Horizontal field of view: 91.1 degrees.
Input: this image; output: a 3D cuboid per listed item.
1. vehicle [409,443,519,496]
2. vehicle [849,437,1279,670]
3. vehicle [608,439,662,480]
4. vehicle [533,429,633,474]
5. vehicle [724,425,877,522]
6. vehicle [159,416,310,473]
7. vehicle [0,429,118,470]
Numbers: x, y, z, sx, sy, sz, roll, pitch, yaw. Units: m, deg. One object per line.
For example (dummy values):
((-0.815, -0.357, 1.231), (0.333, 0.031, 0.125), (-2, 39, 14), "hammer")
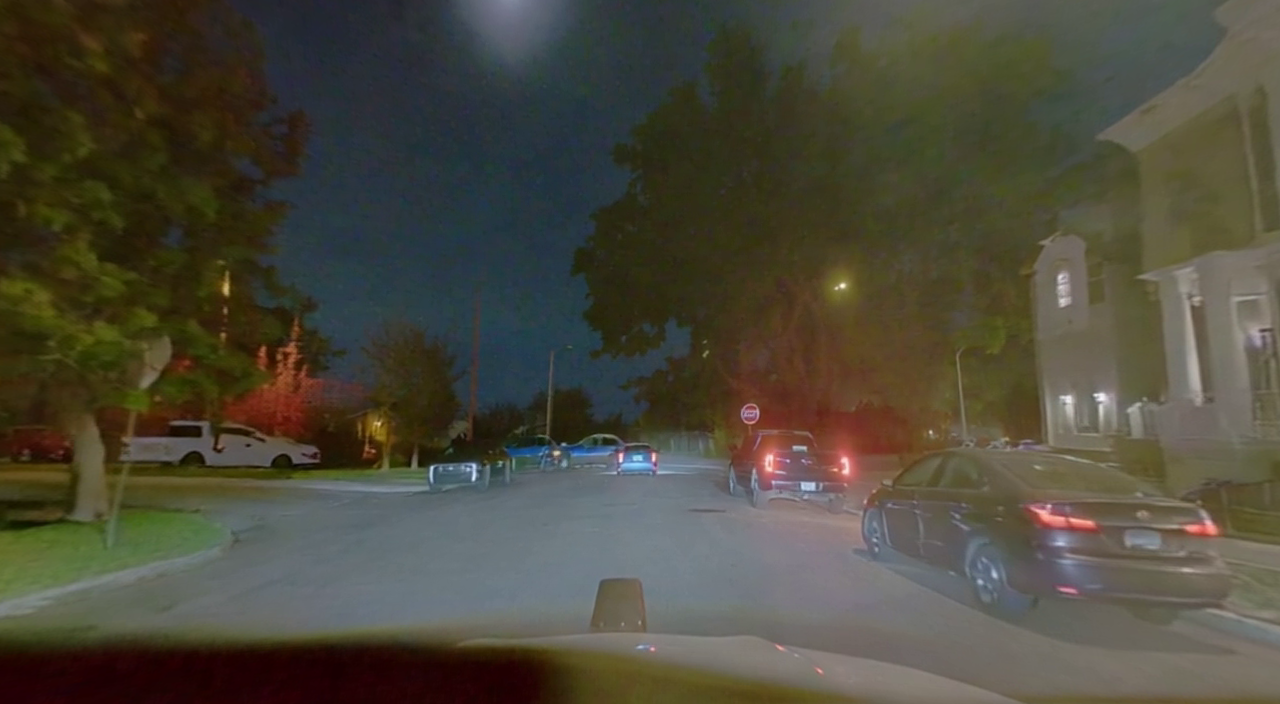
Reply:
((-5.234, 3.546, 19.426), (1.999, 1.441, 4.628), (0, -9, 1), "vehicle")
((3.824, 1.628, 6.288), (1.876, 1.477, 4.324), (0, -8, -1), "vehicle")
((-0.246, 4.293, 25.336), (2.010, 1.499, 4.107), (0, -9, -2), "vehicle")
((-3.380, 5.691, 36.162), (2.772, 2.319, 6.249), (6, -11, -37), "vehicle")
((3.355, 2.614, 14.166), (2.144, 1.751, 4.472), (2, -8, -2), "vehicle")
((-16.087, 3.762, 25.449), (2.320, 2.030, 5.730), (0, -9, -1), "vehicle")
((-24.258, 3.996, 25.764), (1.852, 1.518, 4.438), (0, -9, -1), "vehicle")
